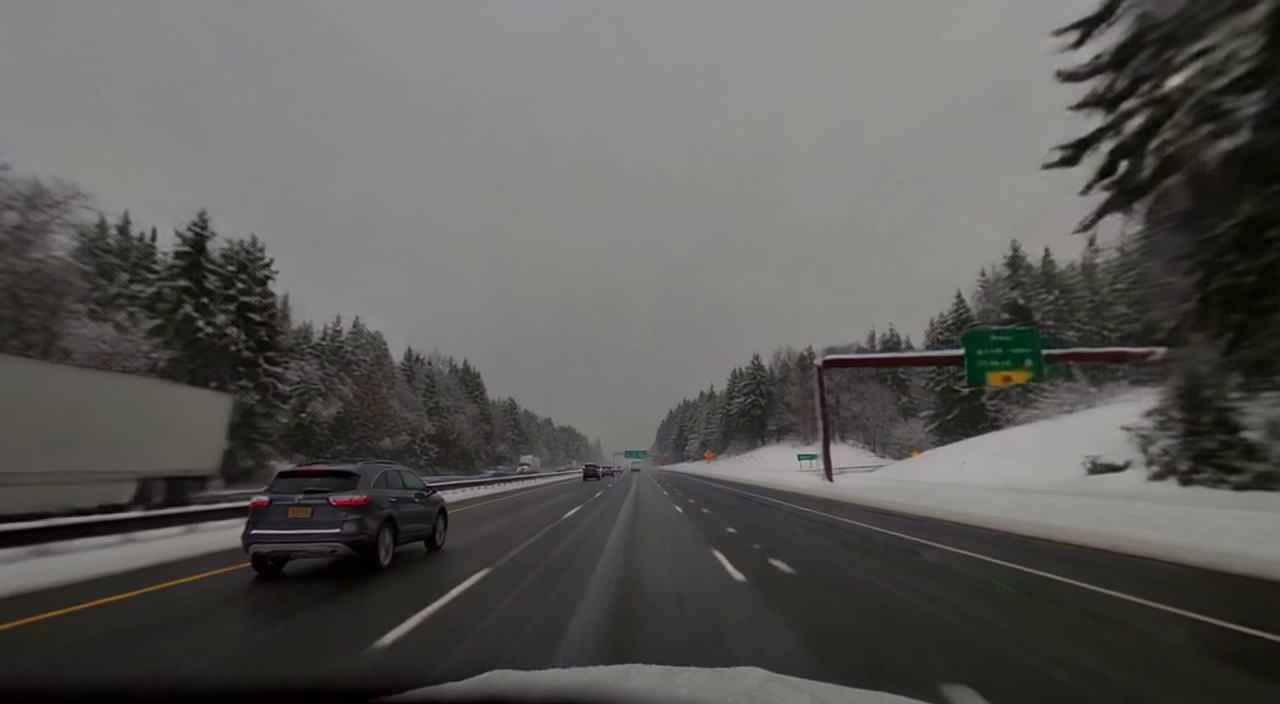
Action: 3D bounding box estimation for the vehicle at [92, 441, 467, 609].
[{"bbox_3d":[-3.814,1.956,7.875,1.998,1.427,4.462,1,-11,0],"label":"vehicle"}]

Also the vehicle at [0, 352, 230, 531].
[{"bbox_3d":[-16.244,2.171,15.153,3.270,4.015,14.199,1,-11,0],"label":"vehicle"}]
